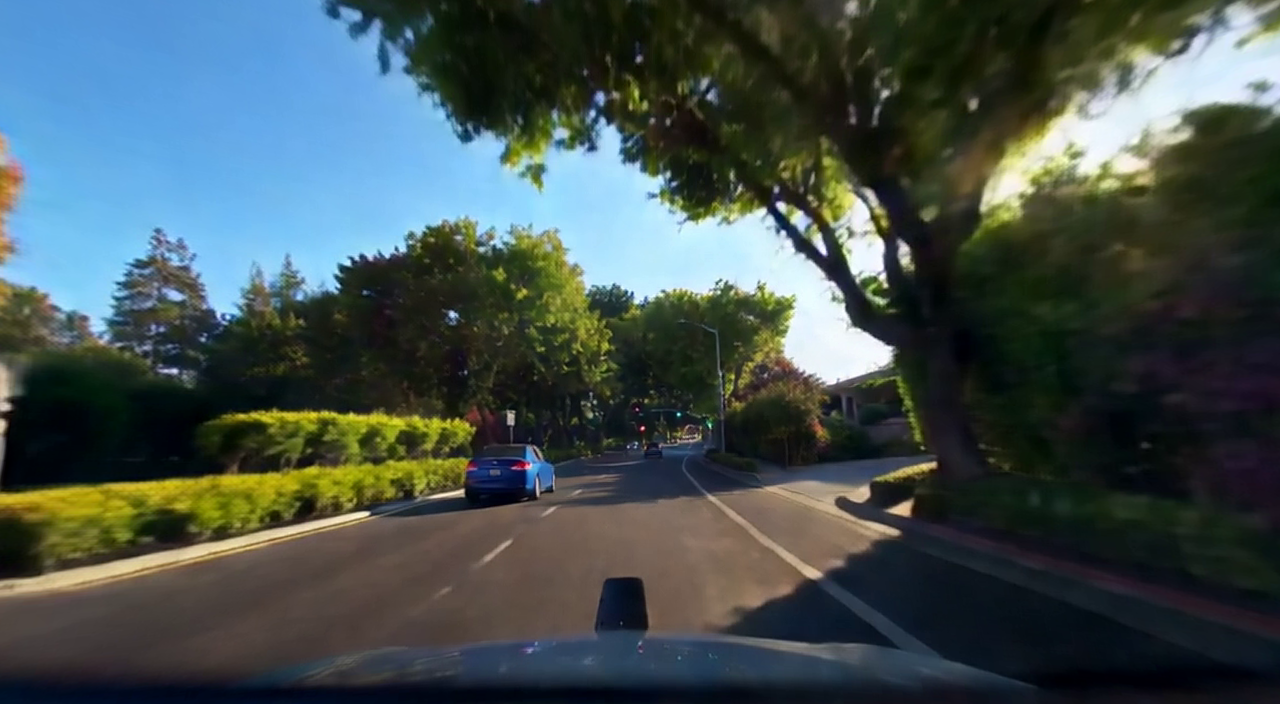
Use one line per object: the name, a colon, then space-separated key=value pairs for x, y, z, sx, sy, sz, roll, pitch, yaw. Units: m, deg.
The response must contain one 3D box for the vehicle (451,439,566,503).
vehicle: x=-3.364 y=3.165 z=17.239 sx=2.038 sy=1.486 sz=4.678 roll=0 pitch=-9 yaw=1
